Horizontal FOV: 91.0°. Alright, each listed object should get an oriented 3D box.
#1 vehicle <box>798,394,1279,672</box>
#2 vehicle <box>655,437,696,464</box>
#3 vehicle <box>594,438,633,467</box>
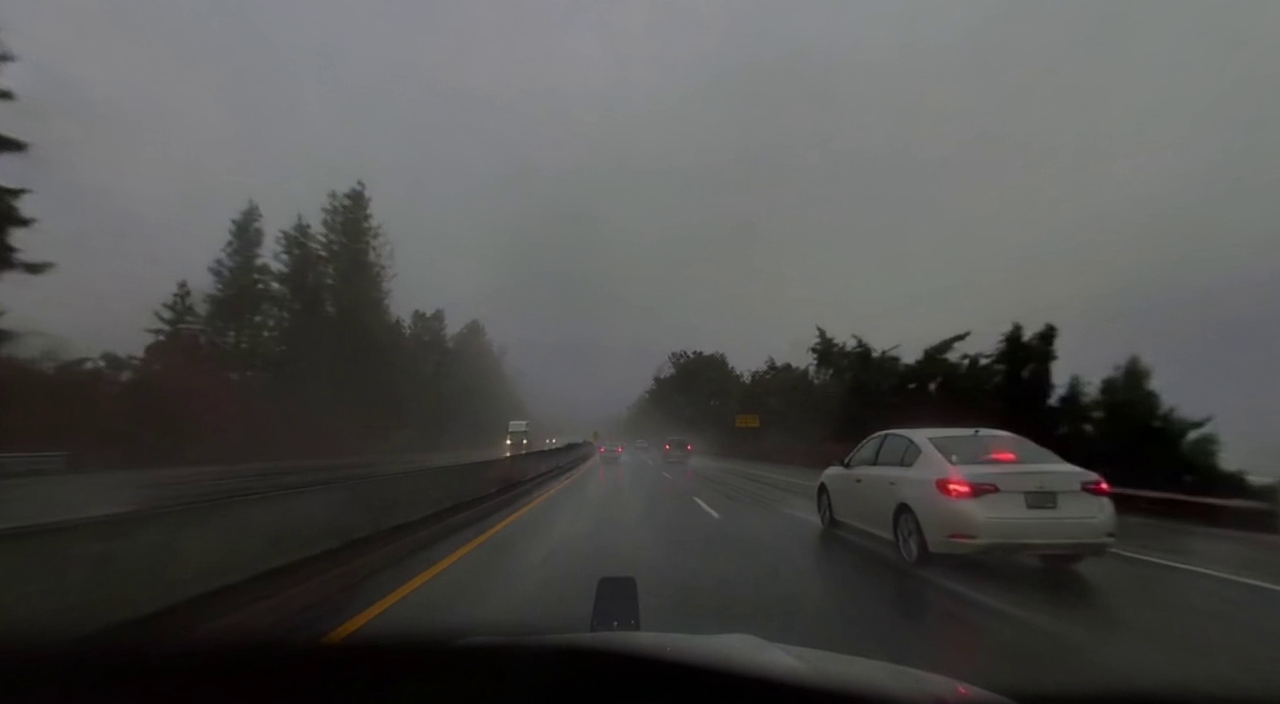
[{"bbox_3d":[3.310,1.389,6.212,2.055,1.566,5.046,0,-8,-2],"label":"vehicle"},{"bbox_3d":[2.132,6.057,38.909,2.146,1.546,3.796,0,-8,-2],"label":"vehicle"},{"bbox_3d":[-1.592,5.898,37.125,2.178,1.559,4.254,0,-8,-3],"label":"vehicle"}]
